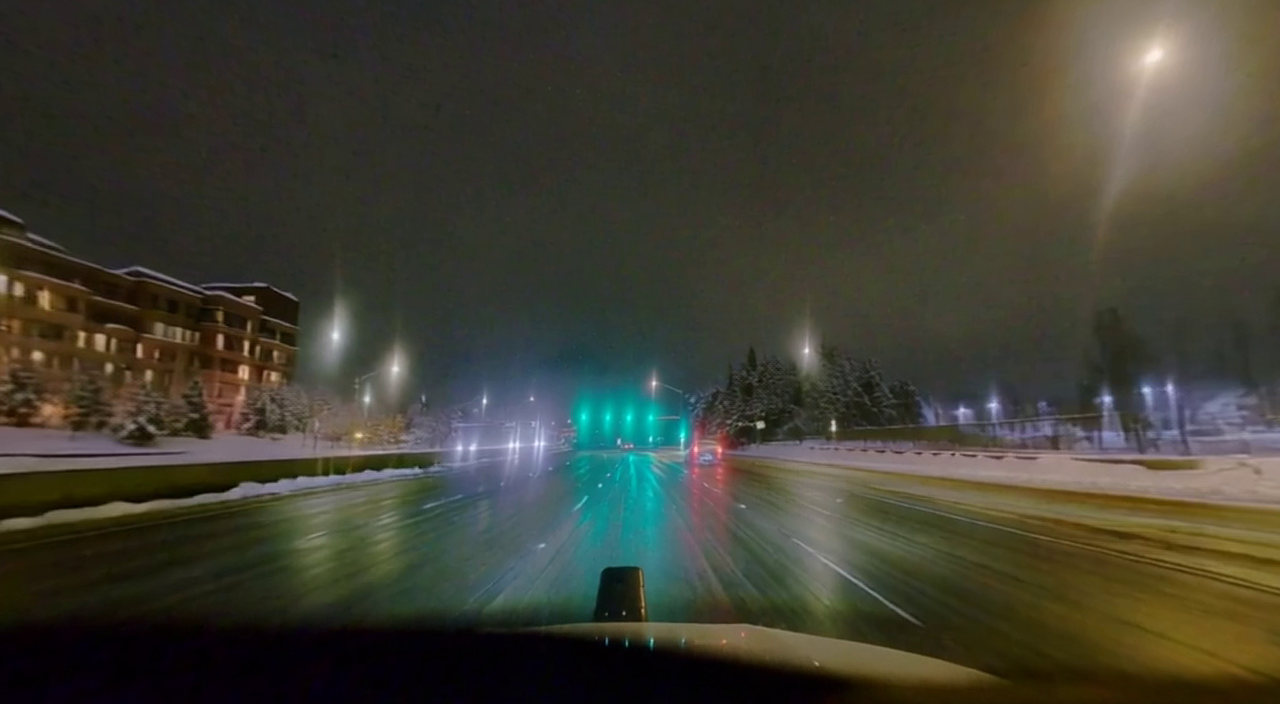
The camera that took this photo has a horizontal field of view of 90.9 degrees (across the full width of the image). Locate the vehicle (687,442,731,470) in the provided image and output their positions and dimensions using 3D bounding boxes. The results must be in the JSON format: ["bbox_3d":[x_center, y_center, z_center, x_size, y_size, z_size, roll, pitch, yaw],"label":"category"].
[{"bbox_3d":[3.864,5.867,35.929,1.926,1.477,4.025,0,-8,-2],"label":"vehicle"}]
